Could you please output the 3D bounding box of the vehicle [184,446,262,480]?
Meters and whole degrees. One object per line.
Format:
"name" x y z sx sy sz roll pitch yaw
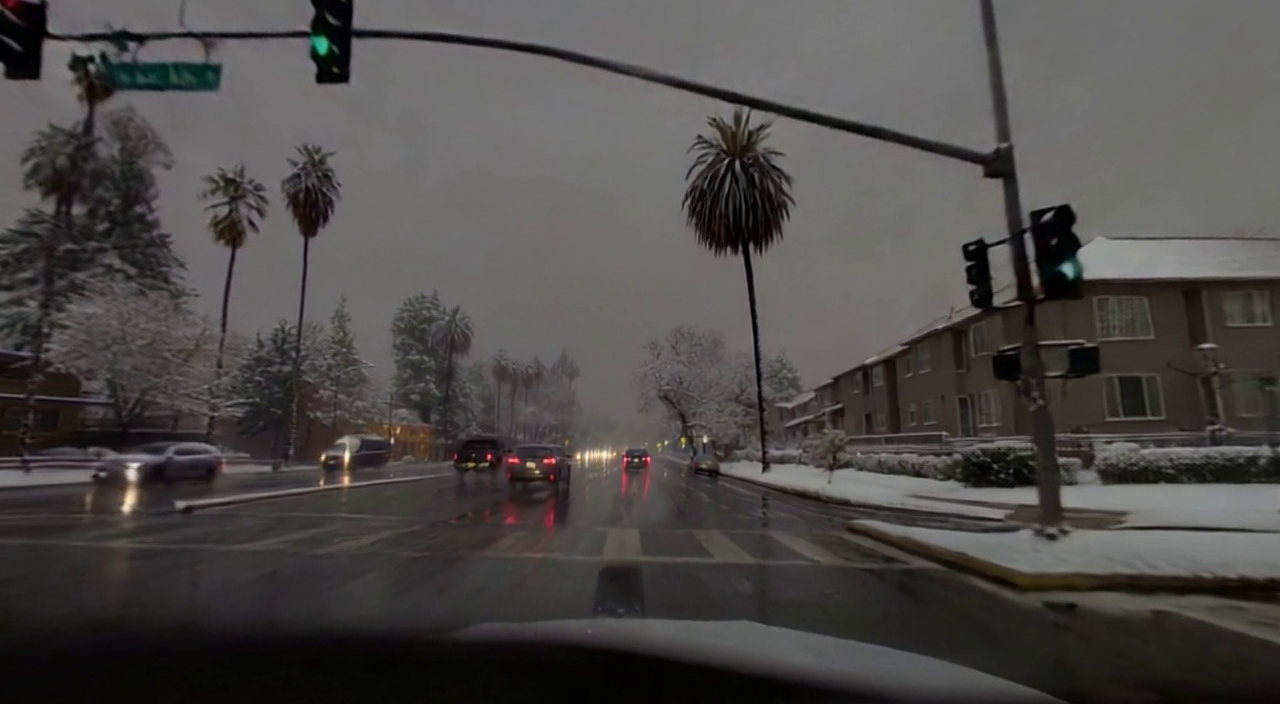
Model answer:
"vehicle" -25.496 6.769 38.701 2.096 1.778 3.972 -4 -8 1

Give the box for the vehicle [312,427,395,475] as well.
"vehicle" -17.808 6.197 39.570 2.331 2.714 5.872 0 -9 1

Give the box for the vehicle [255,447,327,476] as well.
"vehicle" -25.444 7.967 46.149 2.116 1.947 5.507 0 -9 -1

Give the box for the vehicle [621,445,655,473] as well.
"vehicle" -0.129 7.582 44.793 2.280 1.803 4.240 1 -9 -1

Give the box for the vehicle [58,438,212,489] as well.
"vehicle" -18.261 4.054 23.113 2.064 1.670 4.242 0 -9 0

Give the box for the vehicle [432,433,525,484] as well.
"vehicle" -7.139 4.825 28.790 2.457 2.010 6.330 0 -9 1

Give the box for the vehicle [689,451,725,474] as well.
"vehicle" 4.872 8.115 46.424 1.994 1.507 4.173 1 -9 -3

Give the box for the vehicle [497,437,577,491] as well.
"vehicle" -3.774 4.210 23.933 2.116 1.806 4.516 0 -9 2
